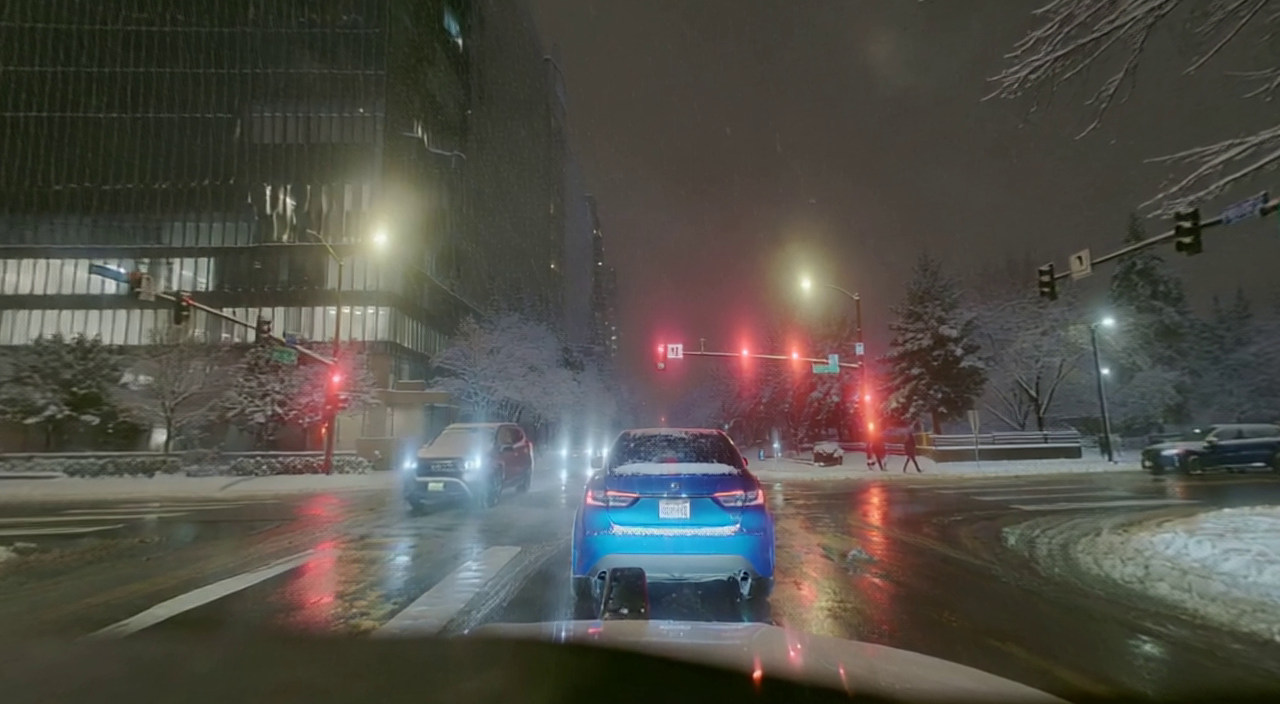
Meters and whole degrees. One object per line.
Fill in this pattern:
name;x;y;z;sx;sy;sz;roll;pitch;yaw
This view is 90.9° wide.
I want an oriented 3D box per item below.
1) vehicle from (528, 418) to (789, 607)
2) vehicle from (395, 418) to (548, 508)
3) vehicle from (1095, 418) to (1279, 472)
vehicle;-0.140;1.647;7.478;1.893;1.532;4.145;2;-9;-16
vehicle;-4.054;2.819;16.451;2.317;1.924;5.518;0;-8;2
vehicle;19.137;3.265;22.212;4.675;1.772;1.945;0;-8;-1
